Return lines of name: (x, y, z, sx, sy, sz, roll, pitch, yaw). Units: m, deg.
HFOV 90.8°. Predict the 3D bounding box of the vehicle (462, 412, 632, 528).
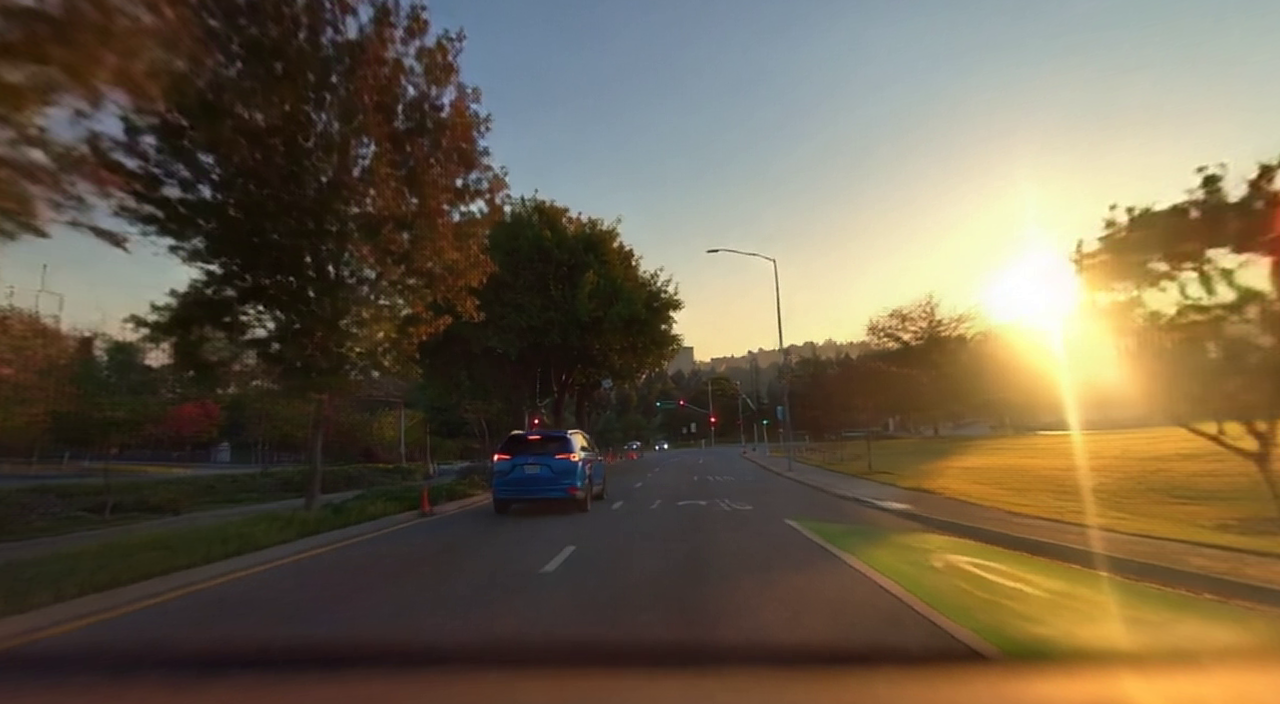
vehicle: (-1.587, 2.276, 12.659, 2.339, 1.790, 4.629, -3, -9, 4)
